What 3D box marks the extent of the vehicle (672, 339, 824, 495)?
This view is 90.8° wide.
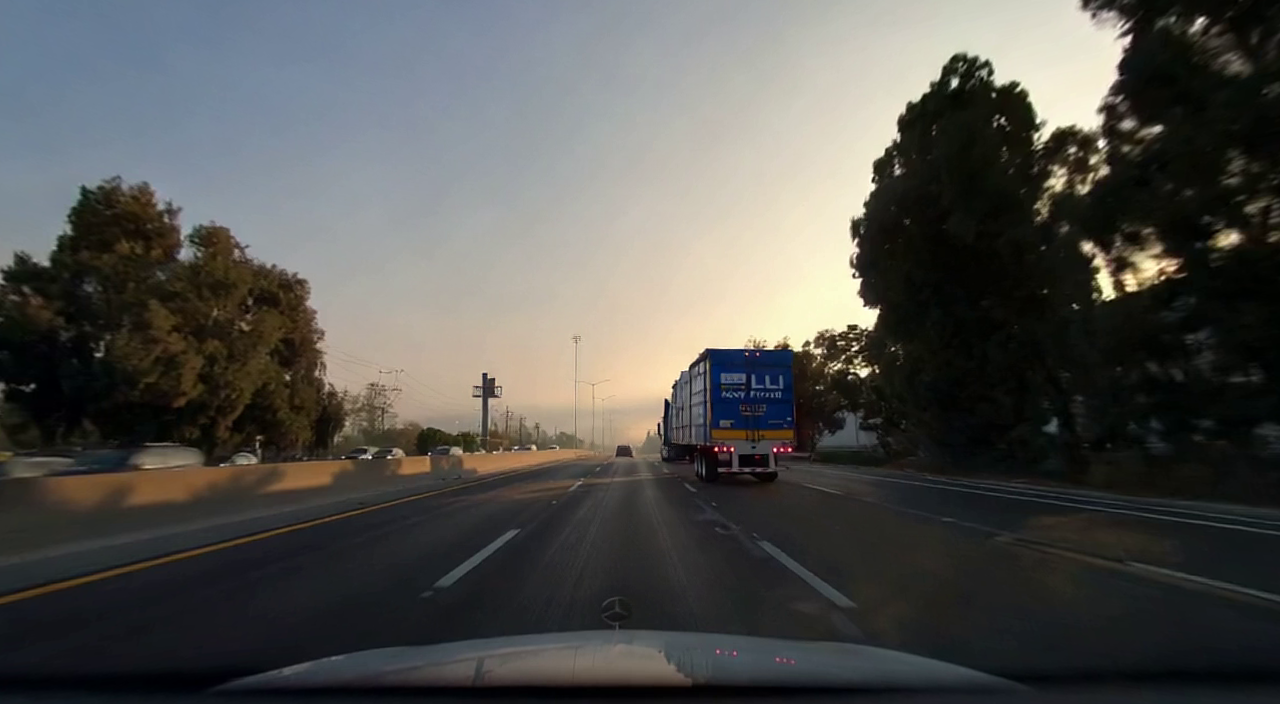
[{"bbox_3d":[3.424,3.063,26.265,2.891,4.387,17.121,0,-9,-2],"label":"vehicle"}]

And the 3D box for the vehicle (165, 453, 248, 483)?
[{"bbox_3d":[-22.149,5.917,32.455,1.761,1.356,3.623,0,-9,-3],"label":"vehicle"}]

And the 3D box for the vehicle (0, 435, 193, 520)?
[{"bbox_3d":[-10.189,2.248,11.700,1.525,1.342,3.168,0,-9,-2],"label":"vehicle"}]

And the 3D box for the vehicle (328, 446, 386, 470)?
[{"bbox_3d":[-18.692,6.998,41.941,1.957,1.484,4.188,0,-9,-2],"label":"vehicle"}]
